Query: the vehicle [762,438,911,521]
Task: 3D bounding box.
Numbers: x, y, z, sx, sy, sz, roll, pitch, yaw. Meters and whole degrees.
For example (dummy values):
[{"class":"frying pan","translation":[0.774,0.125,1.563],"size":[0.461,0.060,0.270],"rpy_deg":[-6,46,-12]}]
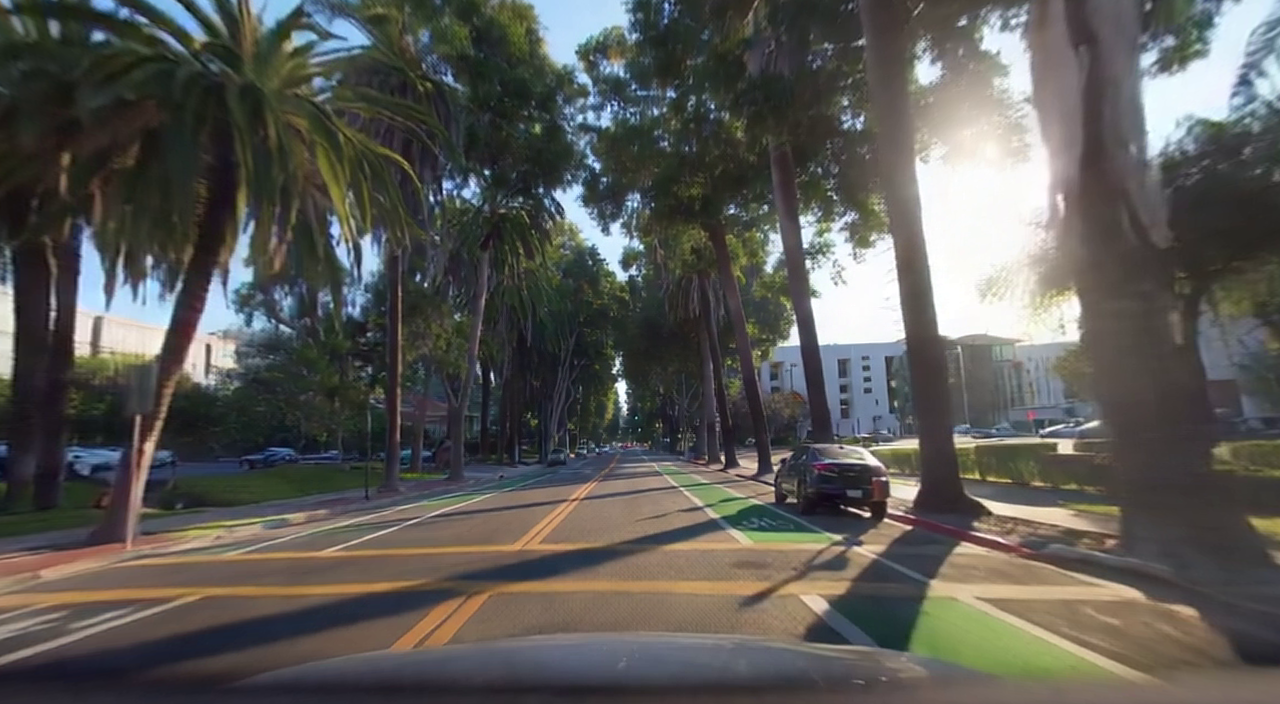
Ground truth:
[{"class":"vehicle","translation":[4.387,2.915,14.961],"size":[1.997,1.640,4.494],"rpy_deg":[0,-9,-1]}]
